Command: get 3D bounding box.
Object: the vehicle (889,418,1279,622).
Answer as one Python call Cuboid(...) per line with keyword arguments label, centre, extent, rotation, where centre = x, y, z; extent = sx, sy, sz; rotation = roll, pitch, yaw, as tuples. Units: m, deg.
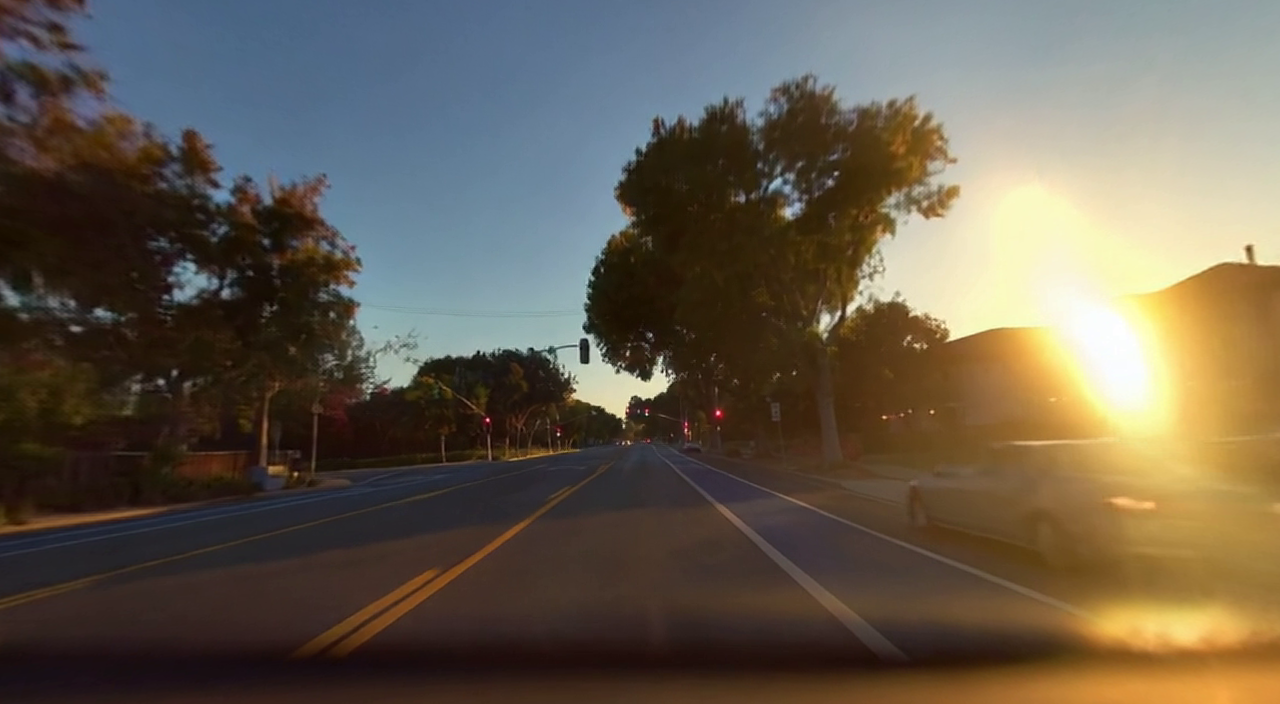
Cuboid(label="vehicle", centre=(4.783, 1.575, 7.083), extent=(1.995, 1.472, 4.884), rotation=(0, -8, 0))
